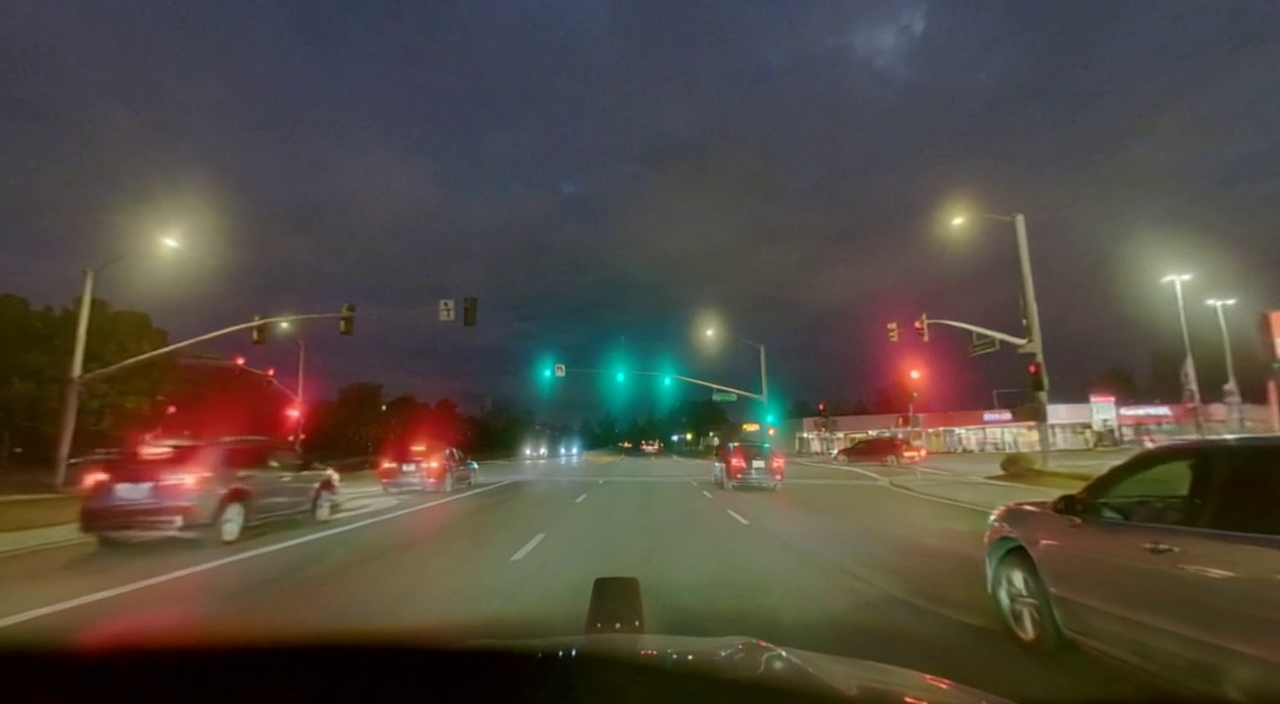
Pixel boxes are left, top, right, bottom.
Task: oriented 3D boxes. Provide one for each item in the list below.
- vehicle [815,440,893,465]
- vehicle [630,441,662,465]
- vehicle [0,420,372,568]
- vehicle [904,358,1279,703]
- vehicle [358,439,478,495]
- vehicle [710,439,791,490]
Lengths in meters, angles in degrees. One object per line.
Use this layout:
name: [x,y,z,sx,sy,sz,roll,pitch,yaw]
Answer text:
vehicle: [13.883,6.531,41.162,4.370,1.517,1.939,0,-8,3]
vehicle: [0.341,6.597,41.372,2.008,1.464,4.052,0,-8,-1]
vehicle: [-6.124,1.906,9.360,2.176,1.591,4.778,0,-8,1]
vehicle: [3.296,0.926,2.832,2.174,1.596,4.779,0,-8,0]
vehicle: [-6.483,3.387,19.048,2.038,1.484,4.273,0,-8,0]
vehicle: [3.461,3.601,20.603,1.842,1.480,4.155,0,-8,-1]
